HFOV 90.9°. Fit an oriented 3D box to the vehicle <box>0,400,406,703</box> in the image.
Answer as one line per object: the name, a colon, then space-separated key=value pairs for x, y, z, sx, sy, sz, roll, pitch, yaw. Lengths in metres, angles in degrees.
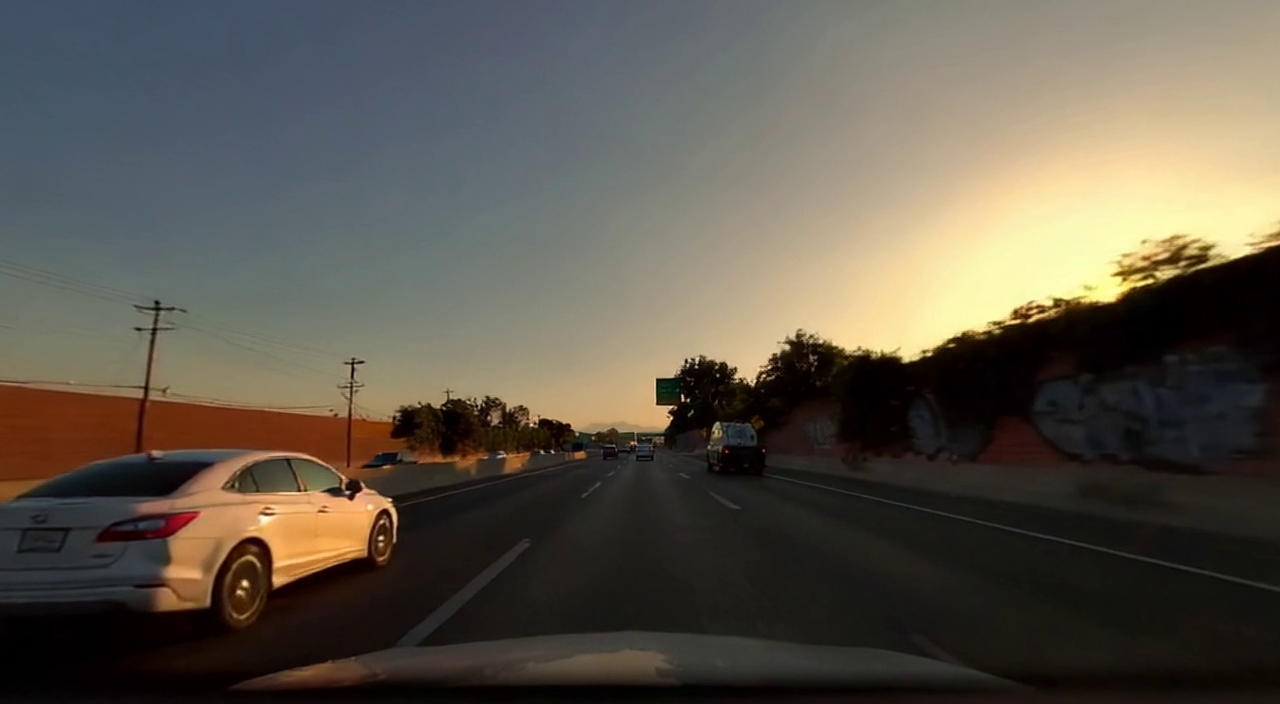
vehicle: x=-3.585 y=1.259 z=4.642 sx=2.023 sy=1.444 sz=4.379 roll=0 pitch=-9 yaw=0

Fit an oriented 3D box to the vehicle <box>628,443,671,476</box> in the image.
vehicle: x=0.452 y=5.374 z=31.616 sx=2.009 sy=1.506 sz=4.091 roll=0 pitch=-9 yaw=1

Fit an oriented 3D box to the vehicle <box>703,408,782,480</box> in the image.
vehicle: x=4.545 y=4.291 z=29.216 sx=2.549 sy=2.931 sz=6.310 roll=0 pitch=-9 yaw=0
